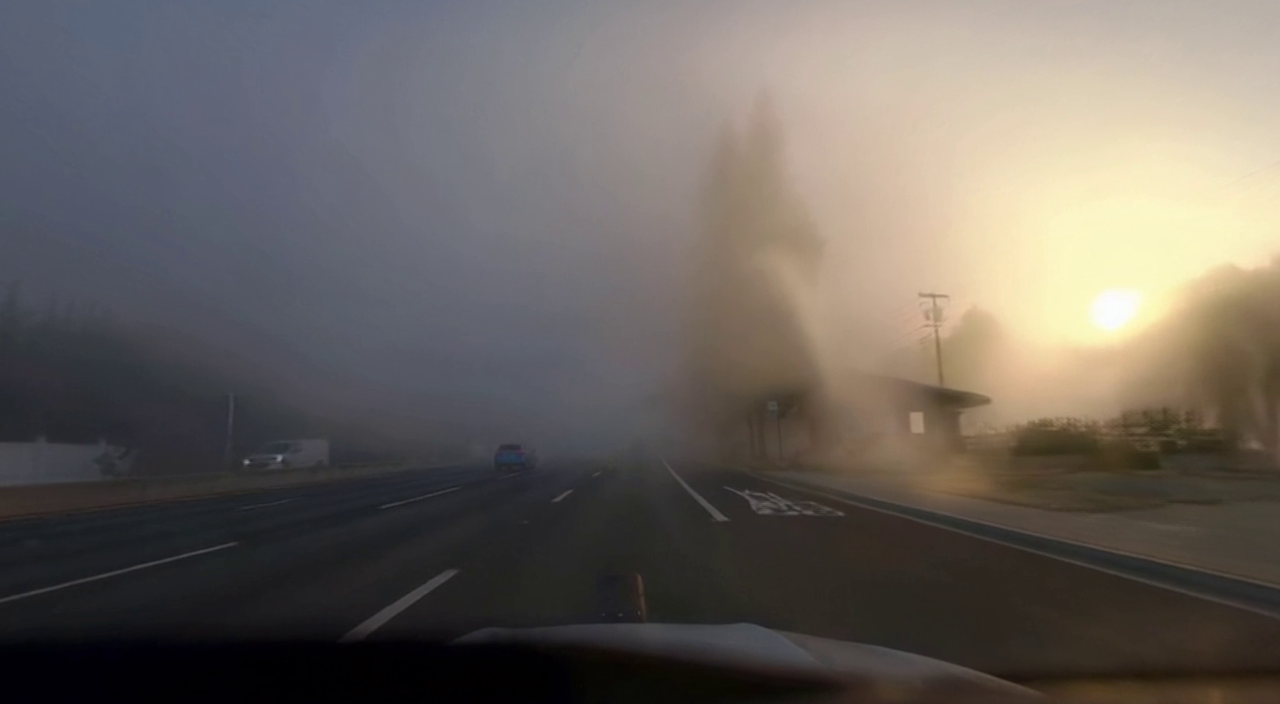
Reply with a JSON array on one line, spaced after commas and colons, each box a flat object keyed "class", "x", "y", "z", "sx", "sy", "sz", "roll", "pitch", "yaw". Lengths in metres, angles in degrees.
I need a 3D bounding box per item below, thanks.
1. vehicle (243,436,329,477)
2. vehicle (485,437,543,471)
[{"class": "vehicle", "x": -26.182, "y": 7.704, "z": 47.119, "sx": 2.284, "sy": 2.792, "sz": 6.858, "roll": -1, "pitch": -8, "yaw": 2}, {"class": "vehicle", "x": -6.855, "y": 5.589, "z": 34.869, "sx": 2.115, "sy": 1.711, "sz": 4.722, "roll": 0, "pitch": -8, "yaw": 2}]
